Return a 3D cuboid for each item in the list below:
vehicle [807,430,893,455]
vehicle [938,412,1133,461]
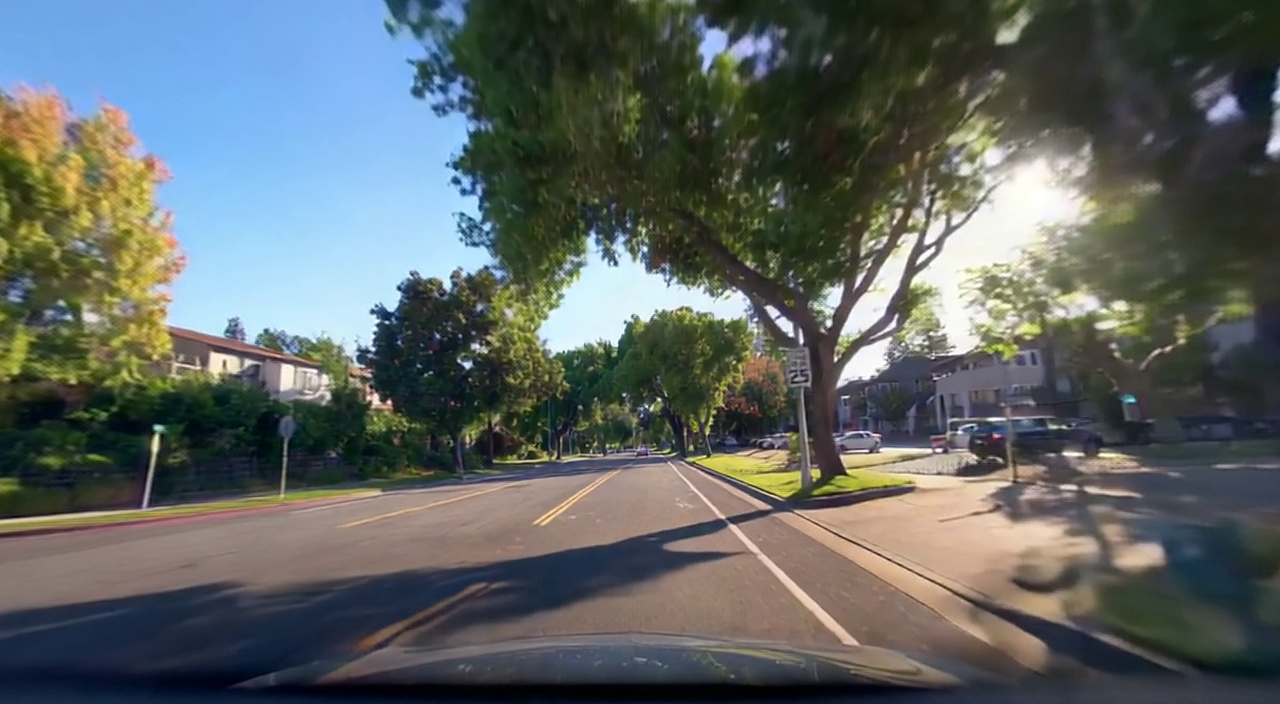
[{"bbox_3d":[13.111,5.679,39.519,4.529,1.490,2.168,1,-9,-5],"label":"vehicle"},{"bbox_3d":[12.719,2.776,20.561,4.955,1.489,2.002,0,-9,2],"label":"vehicle"}]
